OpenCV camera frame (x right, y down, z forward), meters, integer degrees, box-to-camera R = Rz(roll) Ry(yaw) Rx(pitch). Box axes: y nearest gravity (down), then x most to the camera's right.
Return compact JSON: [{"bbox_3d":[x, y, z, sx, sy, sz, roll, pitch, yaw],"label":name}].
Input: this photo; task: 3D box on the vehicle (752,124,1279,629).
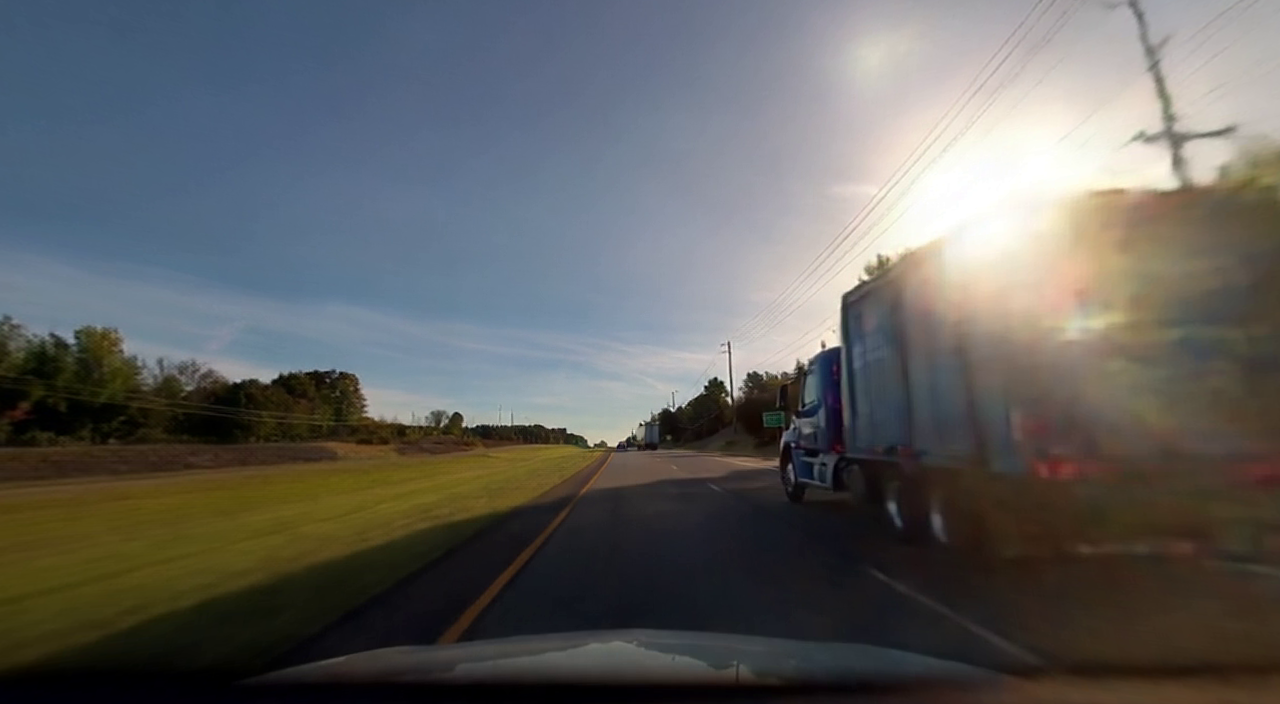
[{"bbox_3d":[4.145,0.710,9.125,3.037,3.672,9.136,0,-8,-2],"label":"vehicle"}]
